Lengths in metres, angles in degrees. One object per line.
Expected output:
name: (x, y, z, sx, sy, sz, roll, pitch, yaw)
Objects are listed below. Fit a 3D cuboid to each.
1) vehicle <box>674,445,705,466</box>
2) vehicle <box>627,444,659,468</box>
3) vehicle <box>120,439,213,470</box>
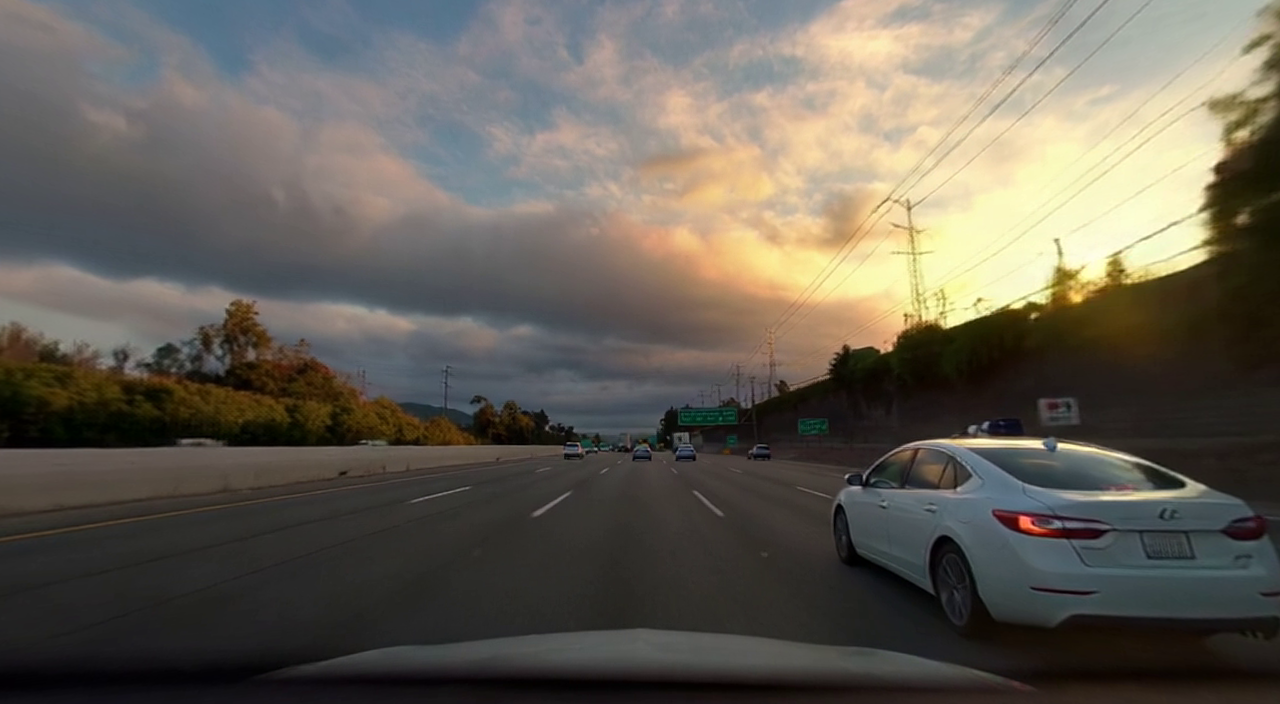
vehicle: (3.761, 7.973, 48.571, 2.076, 1.506, 4.050, 0, -9, 0)
vehicle: (0.203, 7.027, 42.742, 2.066, 1.562, 4.198, 0, -9, 0)
vehicle: (-25.237, 5.472, 33.740, 1.833, 1.522, 3.969, 0, -9, 1)
